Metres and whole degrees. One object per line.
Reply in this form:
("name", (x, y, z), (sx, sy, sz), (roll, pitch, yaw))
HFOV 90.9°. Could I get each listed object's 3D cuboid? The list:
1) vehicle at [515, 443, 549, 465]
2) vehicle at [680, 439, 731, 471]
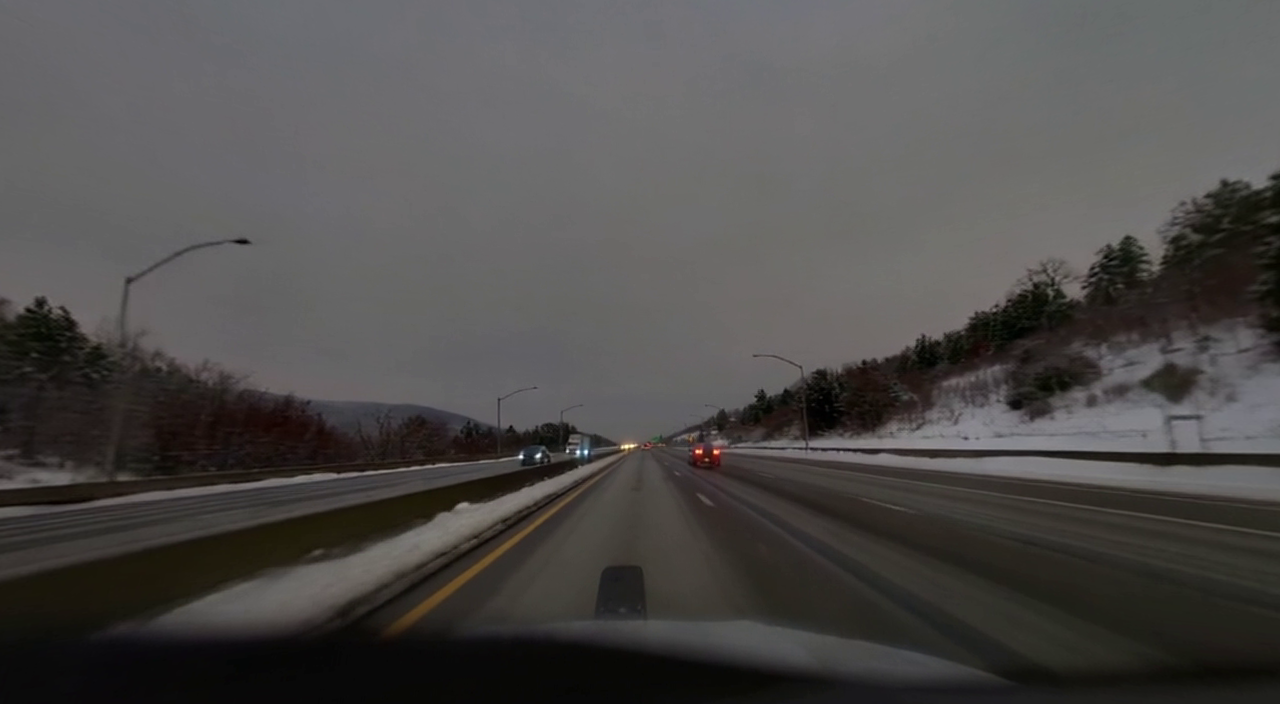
("vehicle", (-8.375, 7.974, 49.292), (1.912, 1.612, 4.140), (0, -8, 1))
("vehicle", (3.141, 5.062, 31.113), (2.044, 1.444, 4.216), (0, -8, -1))
